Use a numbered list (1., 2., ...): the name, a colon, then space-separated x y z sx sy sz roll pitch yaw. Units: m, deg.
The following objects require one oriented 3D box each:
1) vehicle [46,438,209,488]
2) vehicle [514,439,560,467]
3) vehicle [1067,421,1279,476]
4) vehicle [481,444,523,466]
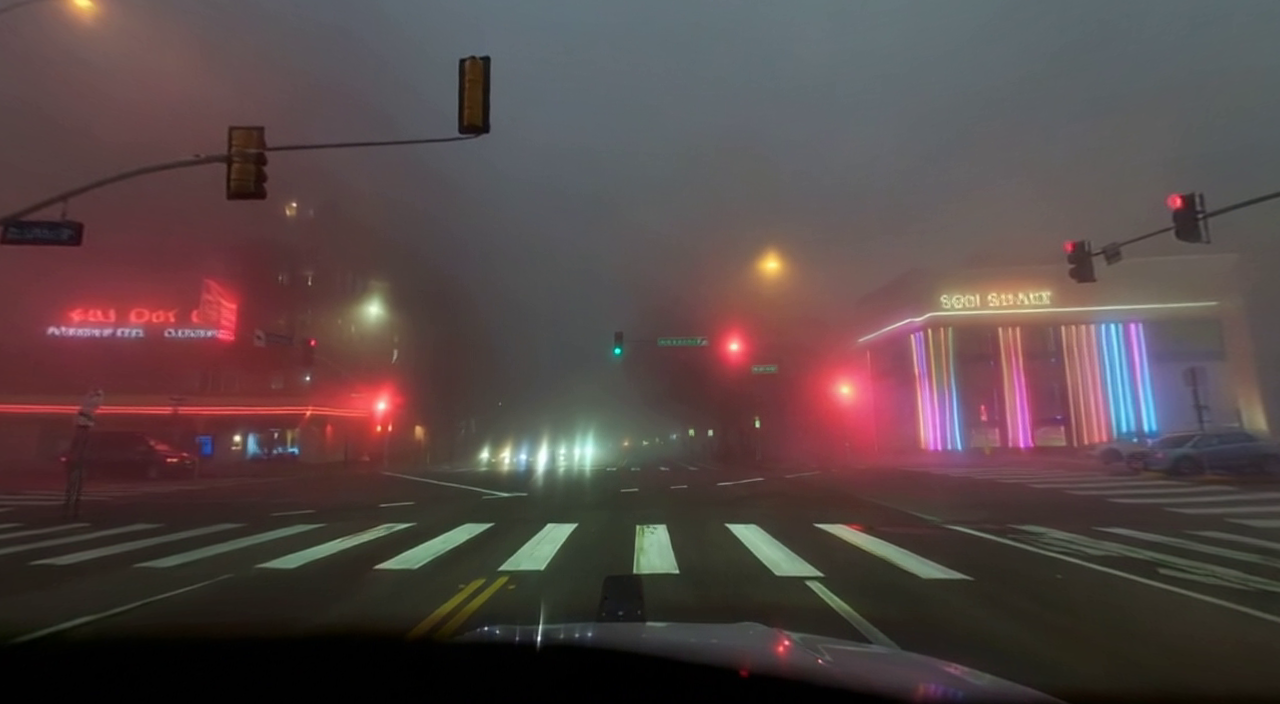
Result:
1. vehicle: -21.165 4.560 26.200 5.161 1.910 2.275 -2 -9 11
2. vehicle: -6.820 6.715 42.212 2.181 1.703 4.512 0 -8 2
3. vehicle: 15.406 2.792 18.204 4.651 1.463 1.880 -2 -9 9
4. vehicle: -9.879 7.376 45.555 2.106 1.505 4.228 0 -8 0
